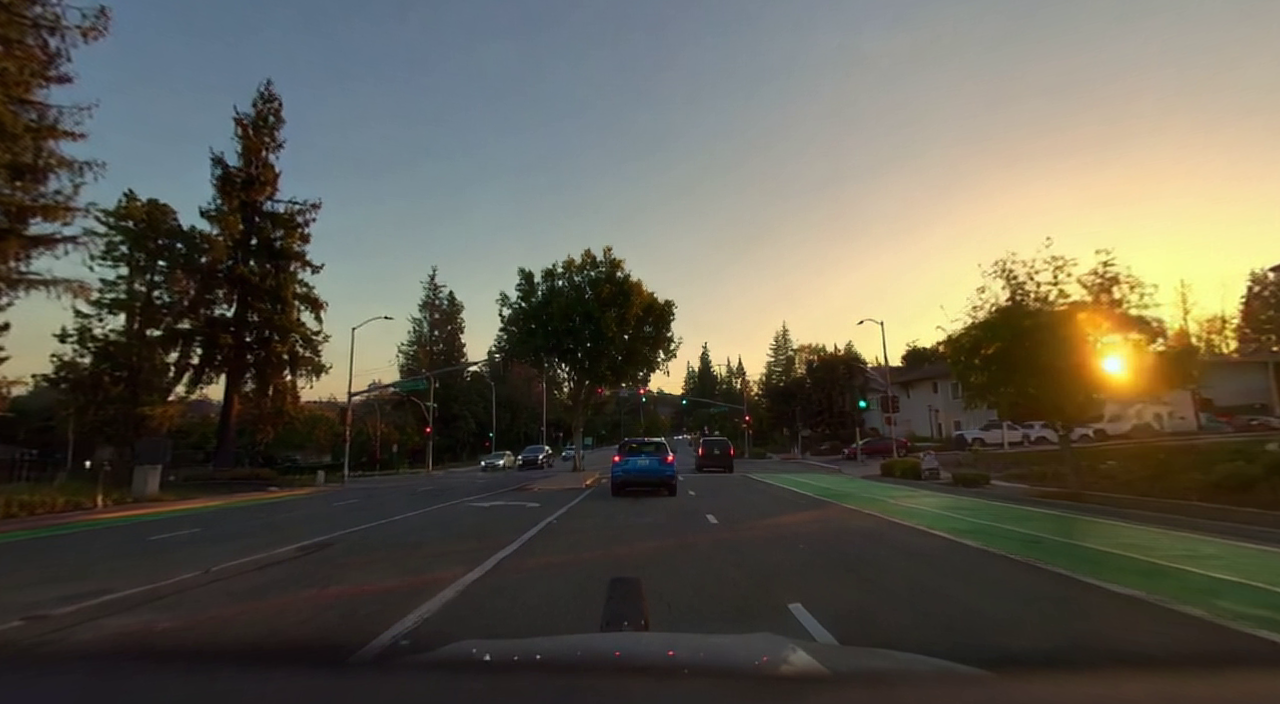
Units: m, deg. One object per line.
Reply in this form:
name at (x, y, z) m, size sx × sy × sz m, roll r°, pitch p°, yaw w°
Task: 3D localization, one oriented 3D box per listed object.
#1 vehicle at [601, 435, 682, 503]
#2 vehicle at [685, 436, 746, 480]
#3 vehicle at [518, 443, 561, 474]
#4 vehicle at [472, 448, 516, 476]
vehicle at (0.044, 3.360, 18.504) m, size 2.109 × 1.730 × 3.963 m, roll 0°, pitch -9°, yaw 0°
vehicle at (3.315, 4.798, 28.708) m, size 2.189 × 1.815 × 4.495 m, roll 0°, pitch -8°, yaw 0°
vehicle at (-6.433, 6.826, 40.735) m, size 1.949 × 1.891 × 4.439 m, roll 0°, pitch -9°, yaw 1°
vehicle at (-10.369, 7.810, 45.028) m, size 1.974 × 1.794 × 4.580 m, roll 0°, pitch -9°, yaw 1°
